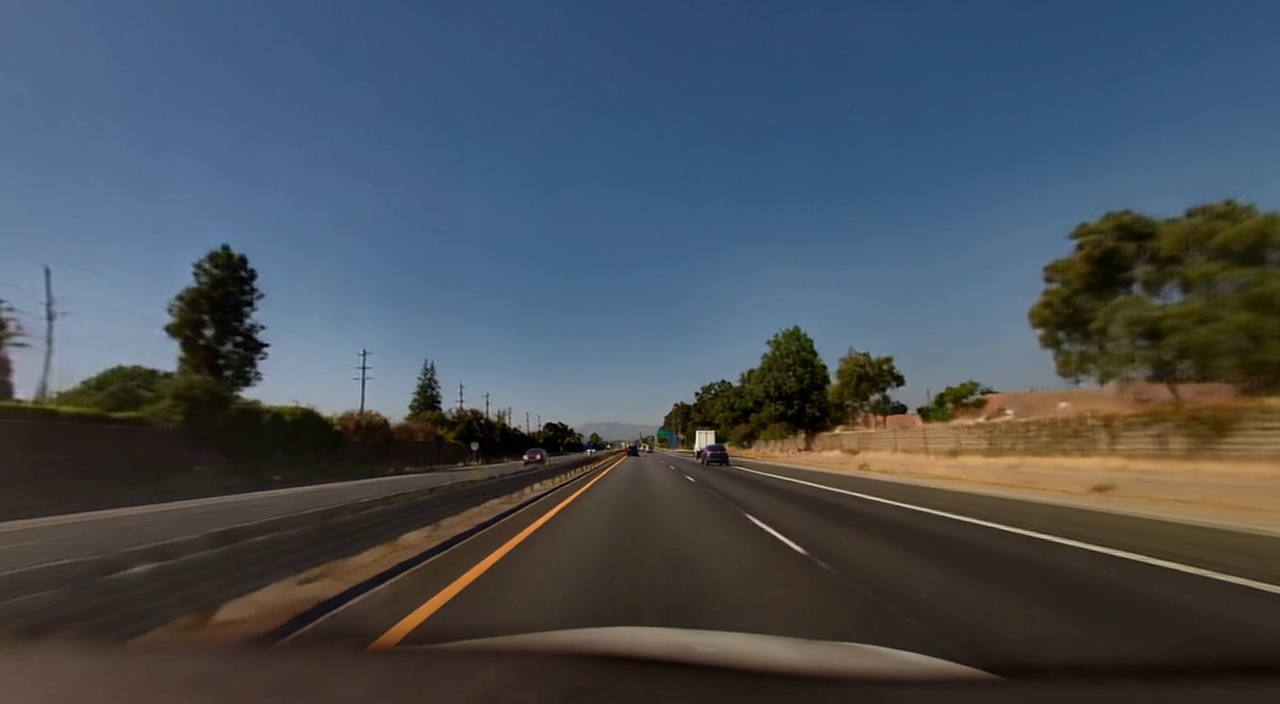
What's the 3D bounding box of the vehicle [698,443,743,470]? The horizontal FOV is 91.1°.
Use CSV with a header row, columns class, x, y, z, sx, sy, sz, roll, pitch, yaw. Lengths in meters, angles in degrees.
class,x,y,z,sx,sy,sz,roll,pitch,yaw
vehicle,4.443,5.857,35.304,1.923,1.408,3.835,0,-9,-1
